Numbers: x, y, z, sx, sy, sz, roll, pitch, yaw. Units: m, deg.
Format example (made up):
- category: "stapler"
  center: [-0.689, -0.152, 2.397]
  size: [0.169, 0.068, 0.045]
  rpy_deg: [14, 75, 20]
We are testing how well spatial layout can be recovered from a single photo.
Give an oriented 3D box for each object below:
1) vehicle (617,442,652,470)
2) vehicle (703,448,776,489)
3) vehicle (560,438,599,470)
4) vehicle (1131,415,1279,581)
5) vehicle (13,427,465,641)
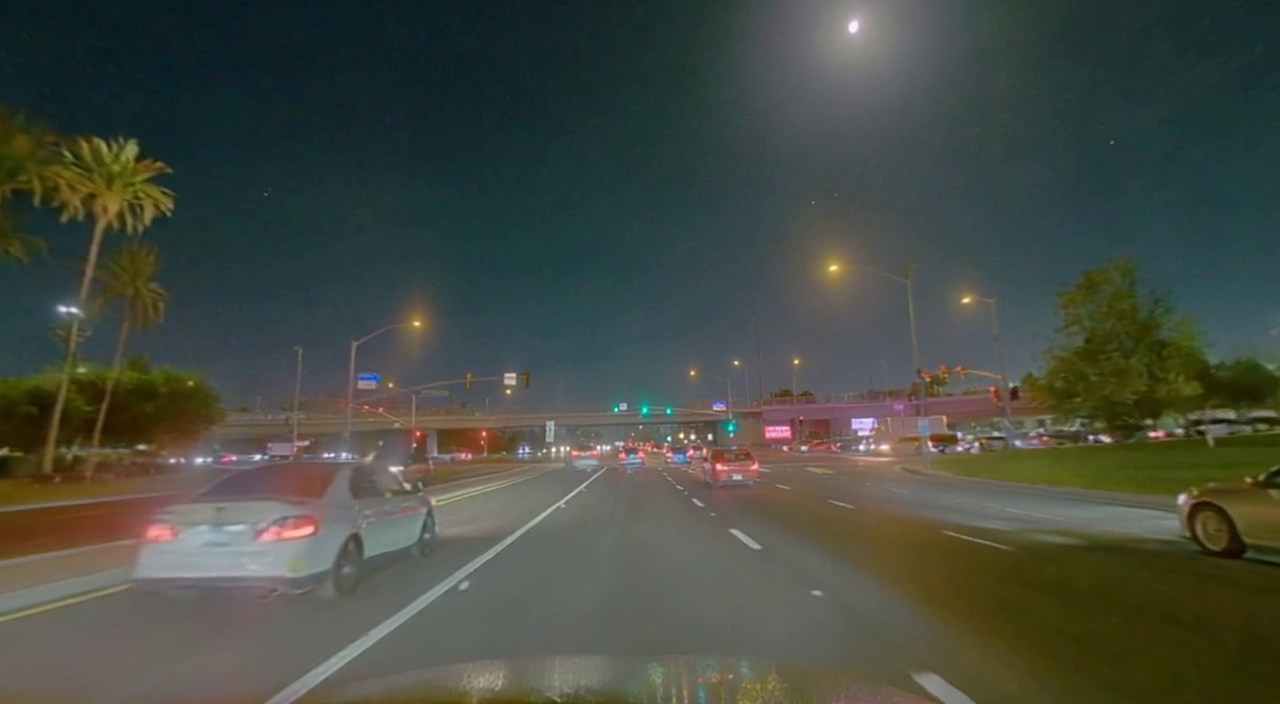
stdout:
- category: "vehicle"
  center: [-0.351, 6.793, 41.090]
  size: [2.172, 1.694, 4.055]
  rpy_deg: [0, -8, 0]
- category: "vehicle"
  center: [3.787, 4.512, 24.690]
  size: [2.156, 1.404, 4.120]
  rpy_deg: [0, -8, -1]
- category: "vehicle"
  center: [-4.112, 6.993, 43.195]
  size: [2.485, 2.012, 5.498]
  rpy_deg: [1, -8, -4]
- category: "vehicle"
  center: [7.380, 1.426, 6.016]
  size: [1.964, 1.647, 4.114]
  rpy_deg: [0, -8, 0]
- category: "vehicle"
  center: [-3.433, 1.607, 6.569]
  size: [2.111, 1.506, 4.018]
  rpy_deg: [0, -8, -1]
